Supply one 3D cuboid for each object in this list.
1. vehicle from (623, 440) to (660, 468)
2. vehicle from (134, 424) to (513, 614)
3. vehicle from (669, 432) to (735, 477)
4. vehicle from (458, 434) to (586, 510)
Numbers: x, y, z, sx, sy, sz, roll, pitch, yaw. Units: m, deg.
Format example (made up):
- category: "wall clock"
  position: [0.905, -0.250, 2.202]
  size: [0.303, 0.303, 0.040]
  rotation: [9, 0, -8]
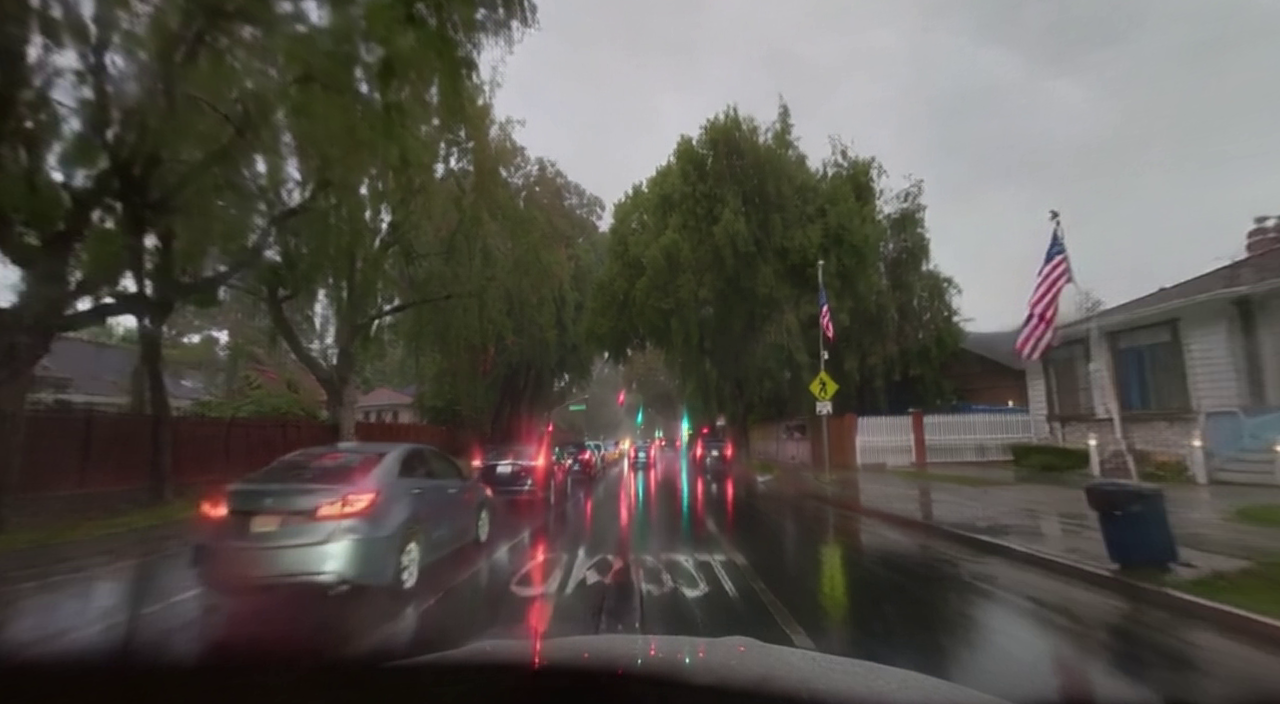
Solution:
- category: "vehicle"
  position: [0.069, 5.575, 34.595]
  size: [1.927, 1.453, 3.848]
  rotation: [0, -9, 0]
- category: "vehicle"
  position: [-2.954, 1.656, 7.241]
  size: [1.970, 1.477, 4.380]
  rotation: [-1, -9, 2]
- category: "vehicle"
  position: [2.511, 4.318, 26.773]
  size: [2.258, 1.682, 4.635]
  rotation: [0, -9, -1]
- category: "vehicle"
  position: [-2.540, 2.735, 14.855]
  size: [2.081, 1.488, 4.566]
  rotation: [0, -9, 1]
